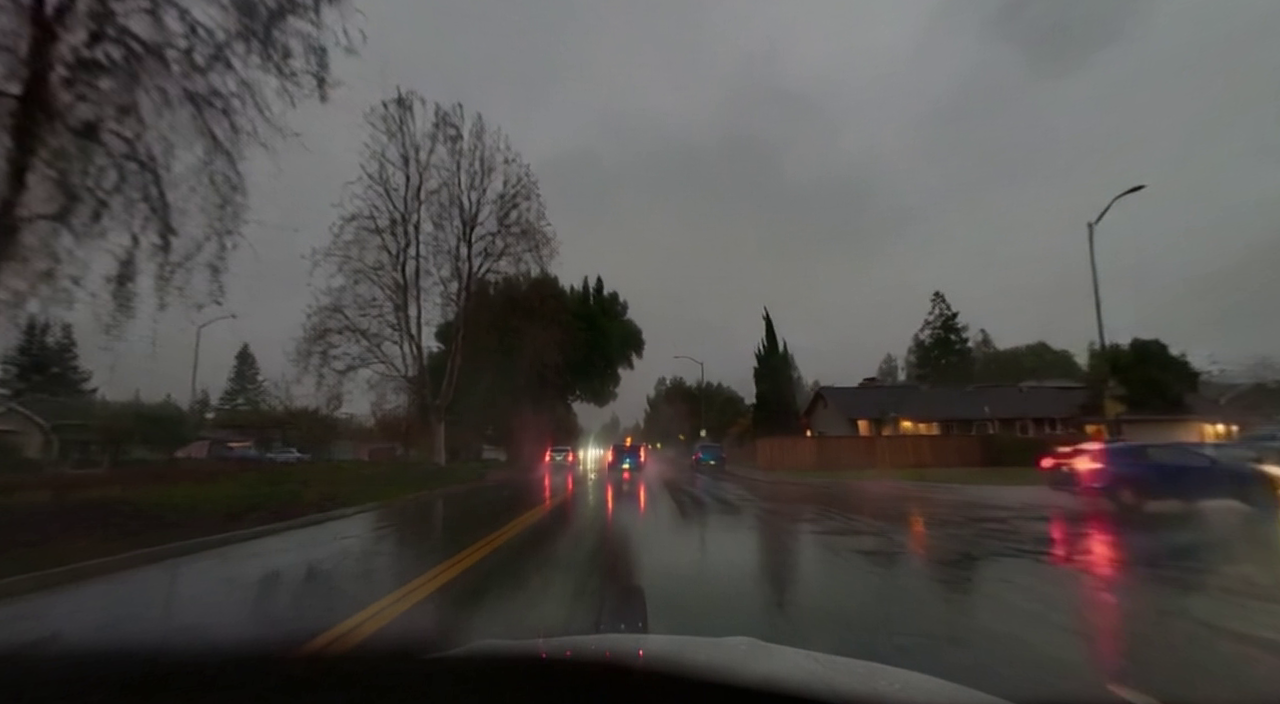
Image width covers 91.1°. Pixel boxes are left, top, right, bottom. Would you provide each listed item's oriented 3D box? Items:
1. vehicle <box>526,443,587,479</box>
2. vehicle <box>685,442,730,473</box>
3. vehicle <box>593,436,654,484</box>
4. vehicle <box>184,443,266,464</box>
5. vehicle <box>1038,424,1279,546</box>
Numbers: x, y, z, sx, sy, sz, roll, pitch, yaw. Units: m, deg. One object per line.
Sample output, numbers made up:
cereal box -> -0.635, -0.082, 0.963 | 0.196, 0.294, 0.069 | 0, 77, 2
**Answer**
vehicle -> -3.600, 4.785, 27.893 | 2.032, 1.433, 4.458 | 0, -8, 1
vehicle -> 4.040, 6.384, 38.405 | 2.332, 1.769, 4.518 | 0, -8, 0
vehicle -> -0.569, 4.258, 25.076 | 2.220, 1.742, 4.047 | 0, -8, 1
vehicle -> -32.325, 7.905, 48.991 | 4.891, 1.538, 2.059 | 0, -9, 0
vehicle -> 9.479, 2.175, 10.961 | 4.820, 1.677, 2.192 | 5, -10, -31
